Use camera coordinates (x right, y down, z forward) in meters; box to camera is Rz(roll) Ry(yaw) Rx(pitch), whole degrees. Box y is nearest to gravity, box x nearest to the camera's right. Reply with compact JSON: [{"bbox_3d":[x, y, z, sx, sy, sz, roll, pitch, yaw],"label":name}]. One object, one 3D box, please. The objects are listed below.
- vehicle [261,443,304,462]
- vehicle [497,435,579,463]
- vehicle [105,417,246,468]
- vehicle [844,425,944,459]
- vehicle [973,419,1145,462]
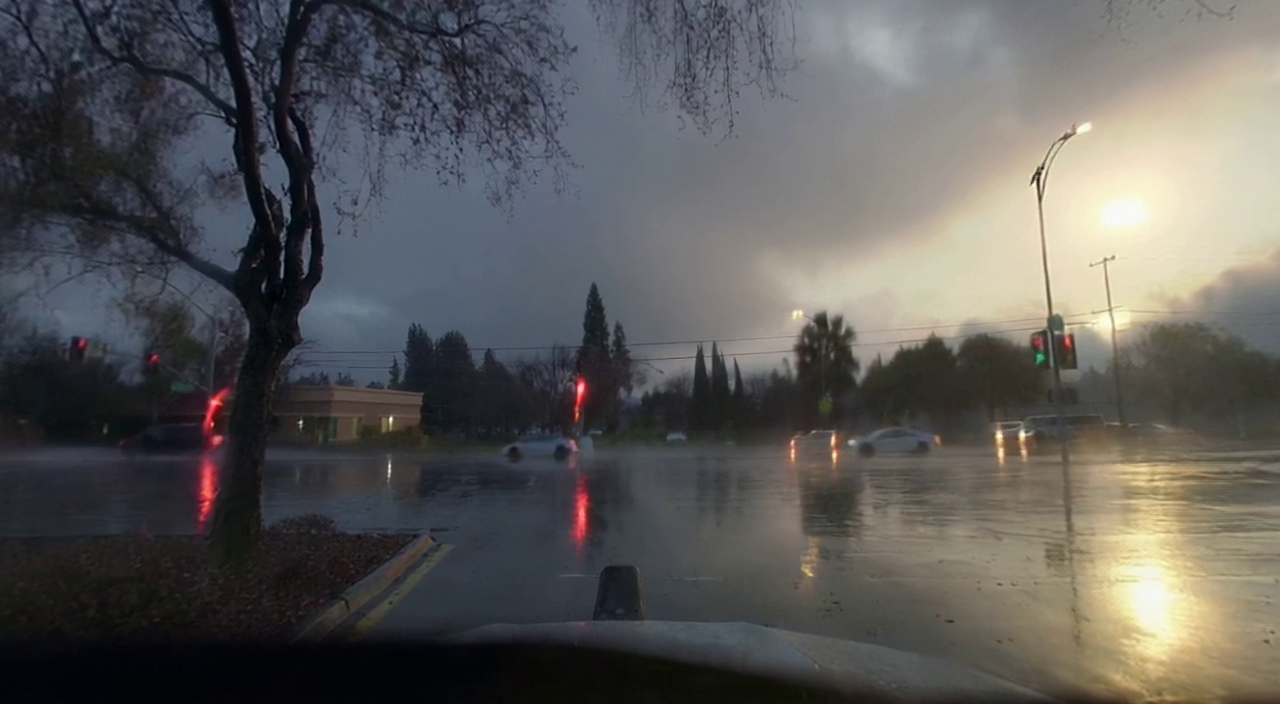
[{"bbox_3d":[-28.023,7.883,49.619,2.235,1.417,4.272,3,-9,-21],"label":"vehicle"},{"bbox_3d":[-5.993,5.721,37.302,4.370,1.592,1.886,-2,-9,10],"label":"vehicle"},{"bbox_3d":[-30.834,6.013,42.043,7.790,3.197,2.653,-1,-9,10],"label":"vehicle"},{"bbox_3d":[13.468,4.815,33.799,4.590,1.701,1.881,-2,-9,11],"label":"vehicle"},{"bbox_3d":[15.042,3.210,22.933,4.749,1.461,1.892,-1,-9,9],"label":"vehicle"}]
